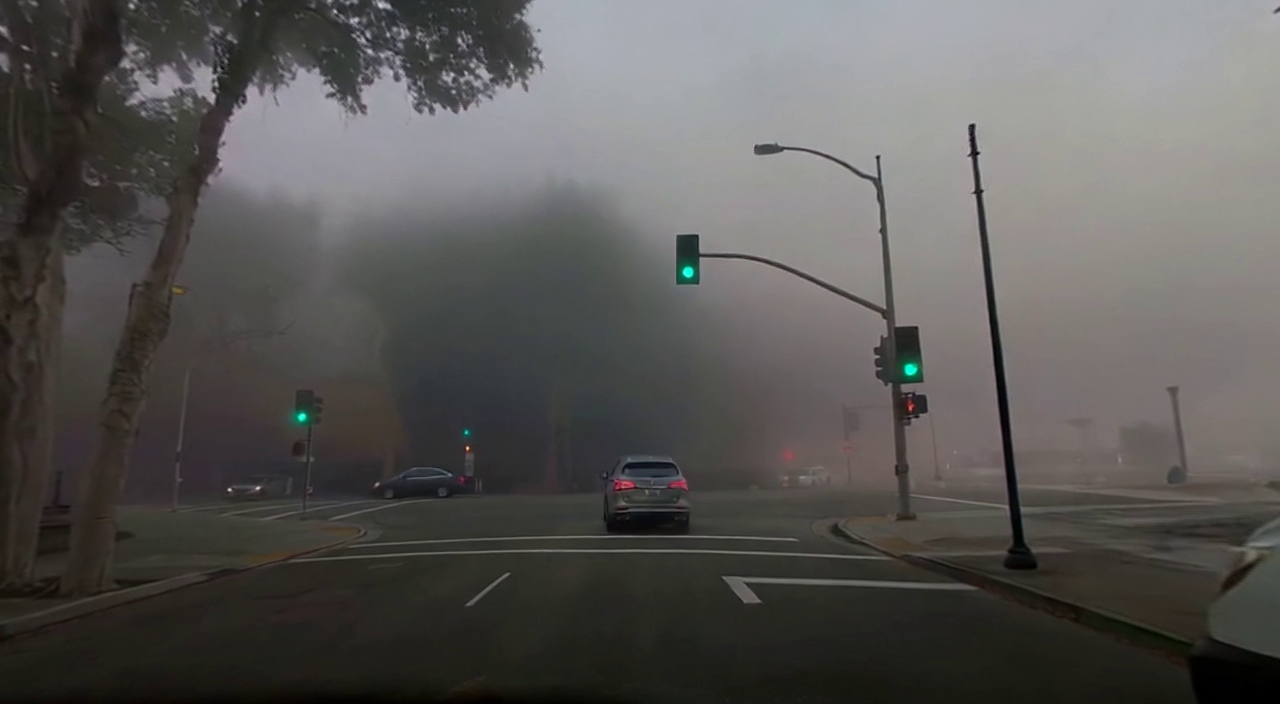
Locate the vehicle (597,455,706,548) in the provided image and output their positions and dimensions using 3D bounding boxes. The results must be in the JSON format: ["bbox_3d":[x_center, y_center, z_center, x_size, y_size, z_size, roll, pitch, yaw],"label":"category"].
[{"bbox_3d":[0.140,3.055,13.306,1.961,1.629,3.610,1,-10,-2],"label":"vehicle"}]

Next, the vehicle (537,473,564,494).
[{"bbox_3d":[-6.913,10.131,48.772,1.757,1.473,3.712,1,-11,-4],"label":"vehicle"}]

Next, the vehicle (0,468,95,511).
[{"bbox_3d":[-25.359,5.562,25.654,4.407,1.654,2.016,0,-11,2],"label":"vehicle"}]

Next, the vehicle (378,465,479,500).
[{"bbox_3d":[-11.253,6.936,33.707,4.675,1.692,1.993,8,-13,-35],"label":"vehicle"}]

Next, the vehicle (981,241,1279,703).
[{"bbox_3d":[2.811,0.476,0.559,2.054,1.965,5.248,1,-11,0],"label":"vehicle"}]
